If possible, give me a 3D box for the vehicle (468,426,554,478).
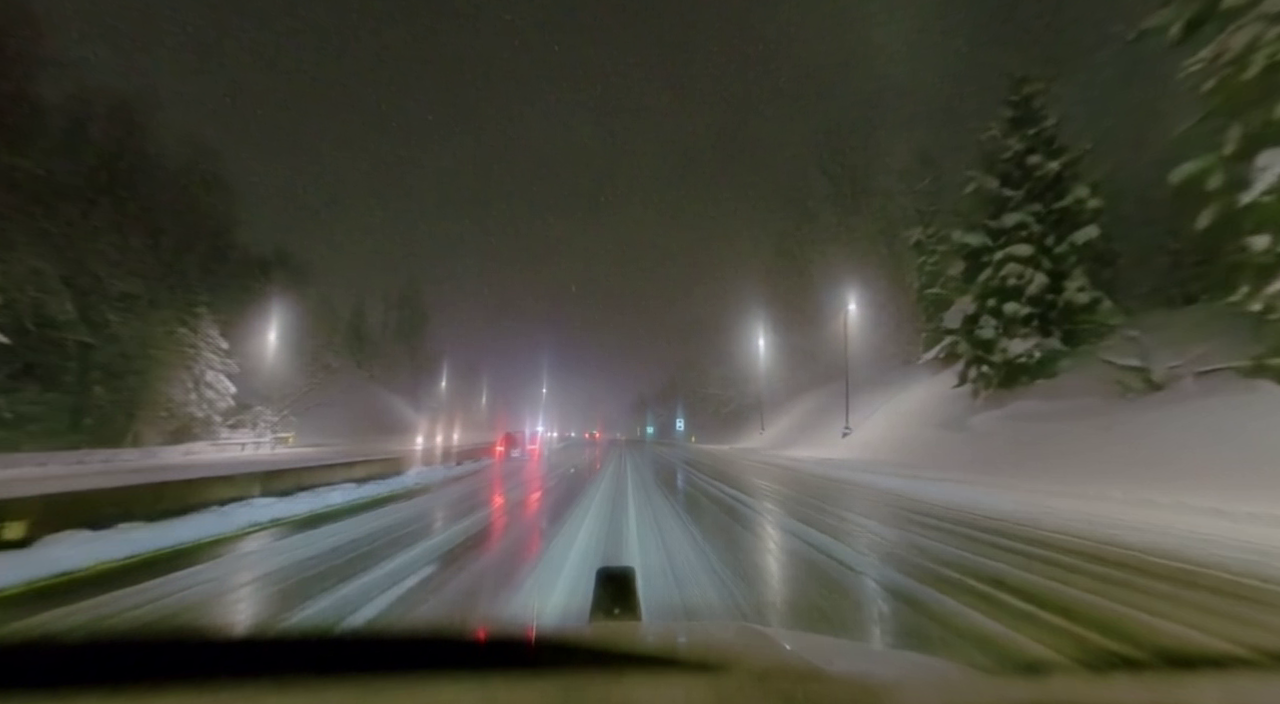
[{"bbox_3d":[-4.256,3.369,21.547,2.062,1.591,4.156,0,-8,0],"label":"vehicle"}]
